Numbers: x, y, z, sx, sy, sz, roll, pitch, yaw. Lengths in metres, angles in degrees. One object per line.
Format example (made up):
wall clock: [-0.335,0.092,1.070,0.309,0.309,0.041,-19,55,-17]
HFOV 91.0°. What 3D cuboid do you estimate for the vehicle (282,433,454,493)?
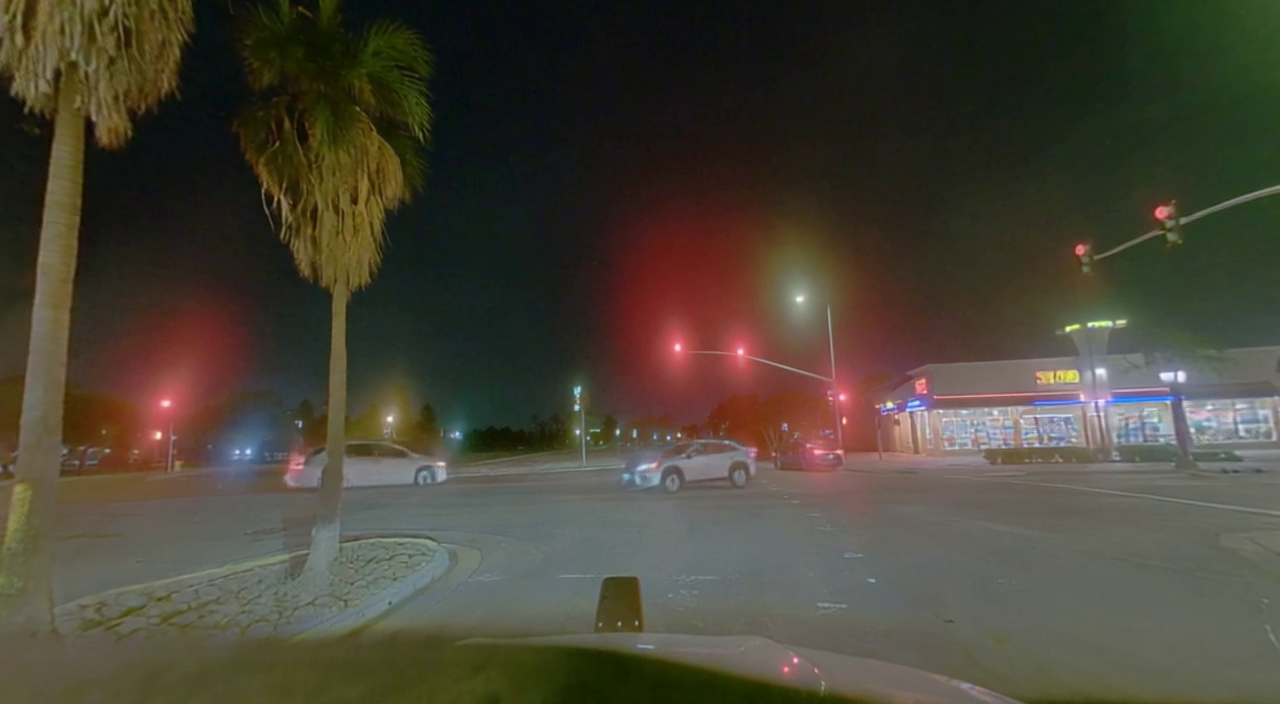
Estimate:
vehicle: [-8.399,3.378,19.541,4.603,1.653,1.999,5,-10,-30]

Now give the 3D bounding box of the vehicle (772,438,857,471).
vehicle: [8.936,5.262,32.539,1.890,1.572,3.826,6,-10,-36]

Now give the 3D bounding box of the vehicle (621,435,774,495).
vehicle: [1.661,3.172,17.993,4.035,1.512,1.828,5,-10,-31]

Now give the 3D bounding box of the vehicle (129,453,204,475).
vehicle: [-37.196,8.803,49.600,2.160,1.565,4.868,0,-8,-1]
